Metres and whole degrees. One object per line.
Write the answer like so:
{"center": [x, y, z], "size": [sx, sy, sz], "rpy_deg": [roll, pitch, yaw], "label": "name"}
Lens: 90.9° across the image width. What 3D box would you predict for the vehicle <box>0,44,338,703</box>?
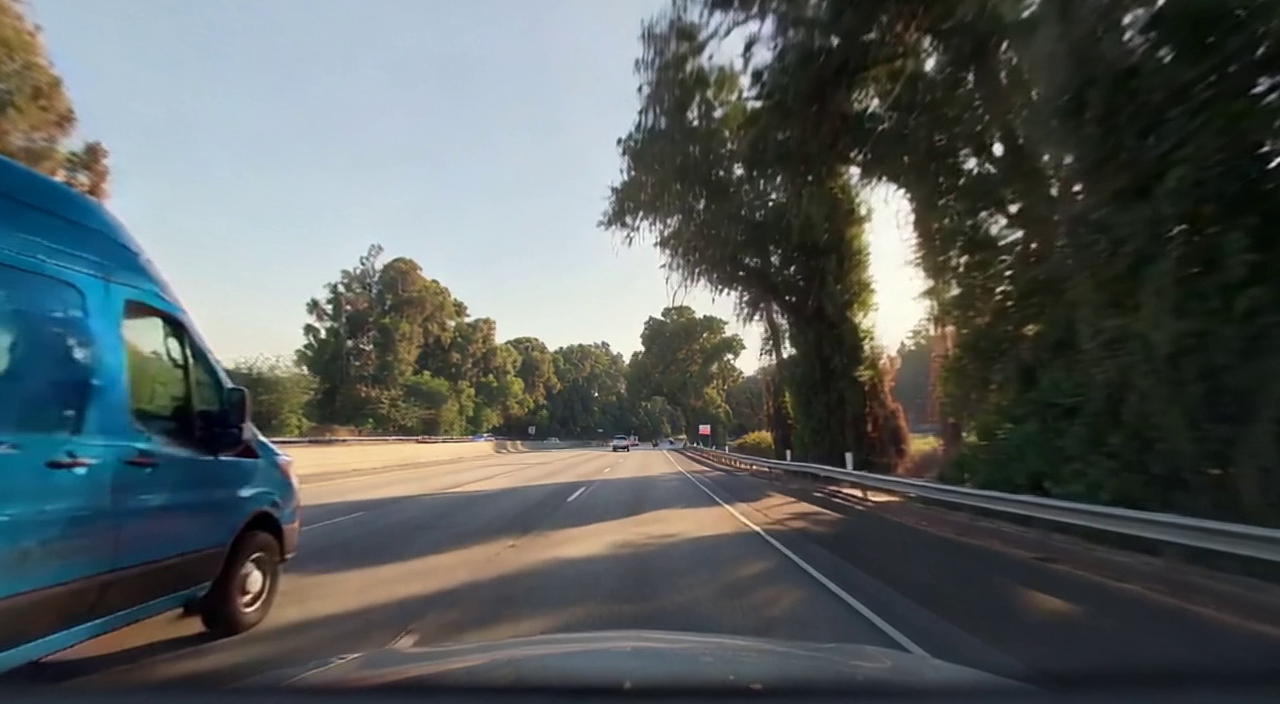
{"center": [-3.814, 0.151, 2.412], "size": [2.319, 2.883, 5.632], "rpy_deg": [0, -8, 2], "label": "vehicle"}
